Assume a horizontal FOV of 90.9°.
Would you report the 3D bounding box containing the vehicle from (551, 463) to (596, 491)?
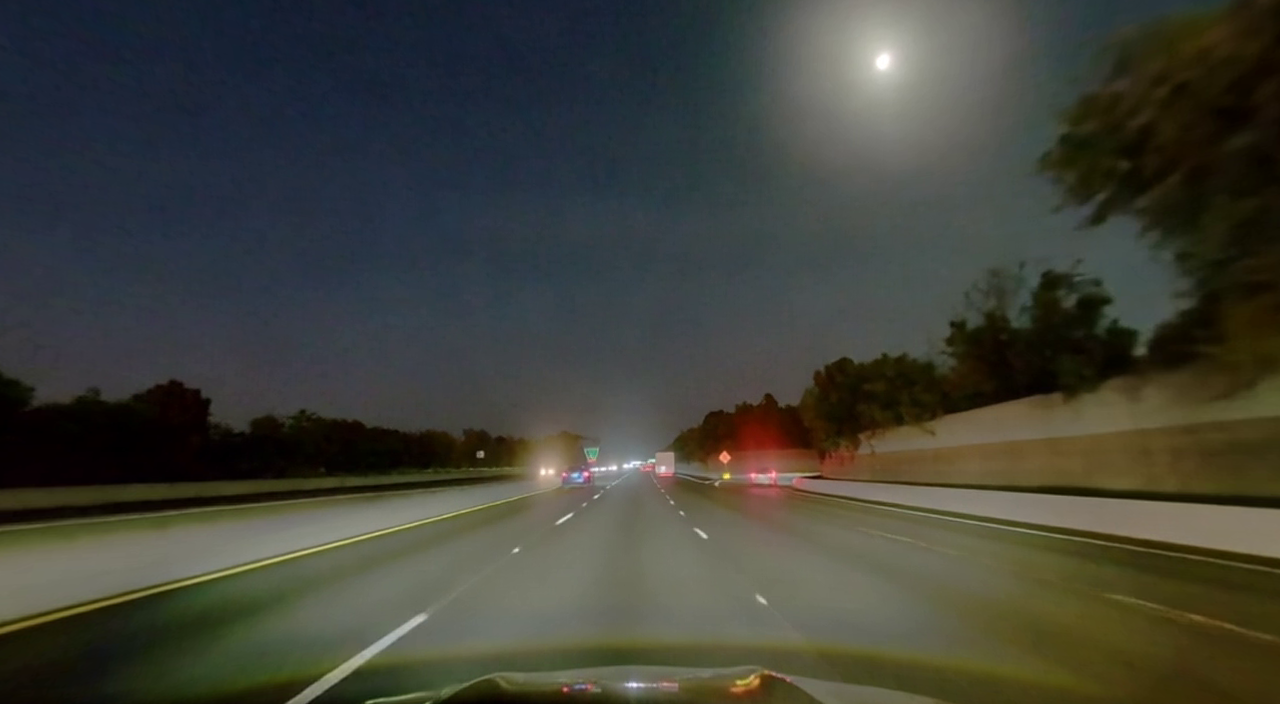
[{"bbox_3d":[-3.766,7.208,36.515,2.045,1.487,4.582,1,-10,1],"label":"vehicle"}]
